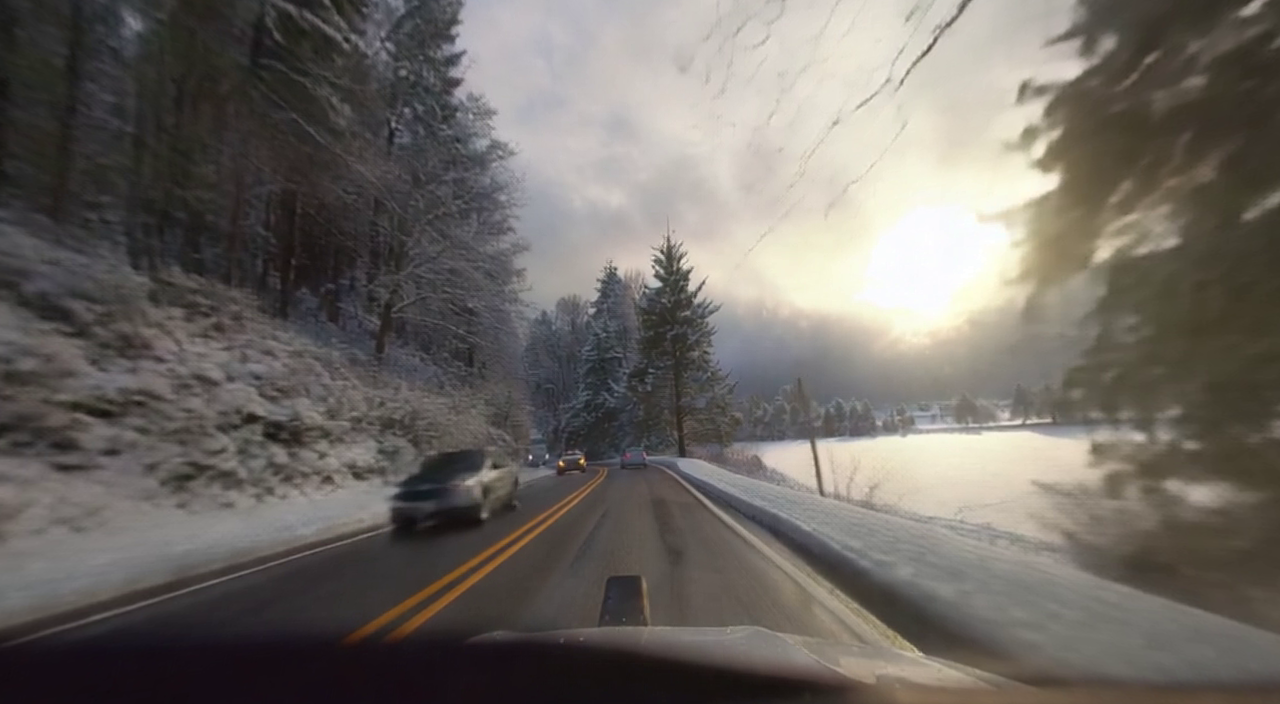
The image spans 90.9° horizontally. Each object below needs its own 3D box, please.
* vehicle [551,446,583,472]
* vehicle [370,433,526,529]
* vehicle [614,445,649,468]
[{"bbox_3d":[-5.542,8.173,48.558,2.319,1.864,4.569,1,-8,-5],"label":"vehicle"},{"bbox_3d":[-4.212,2.888,14.891,2.066,1.827,5.178,0,-8,0],"label":"vehicle"},{"bbox_3d":[-0.652,7.142,43.249,2.120,1.491,4.349,1,-8,-5],"label":"vehicle"}]
